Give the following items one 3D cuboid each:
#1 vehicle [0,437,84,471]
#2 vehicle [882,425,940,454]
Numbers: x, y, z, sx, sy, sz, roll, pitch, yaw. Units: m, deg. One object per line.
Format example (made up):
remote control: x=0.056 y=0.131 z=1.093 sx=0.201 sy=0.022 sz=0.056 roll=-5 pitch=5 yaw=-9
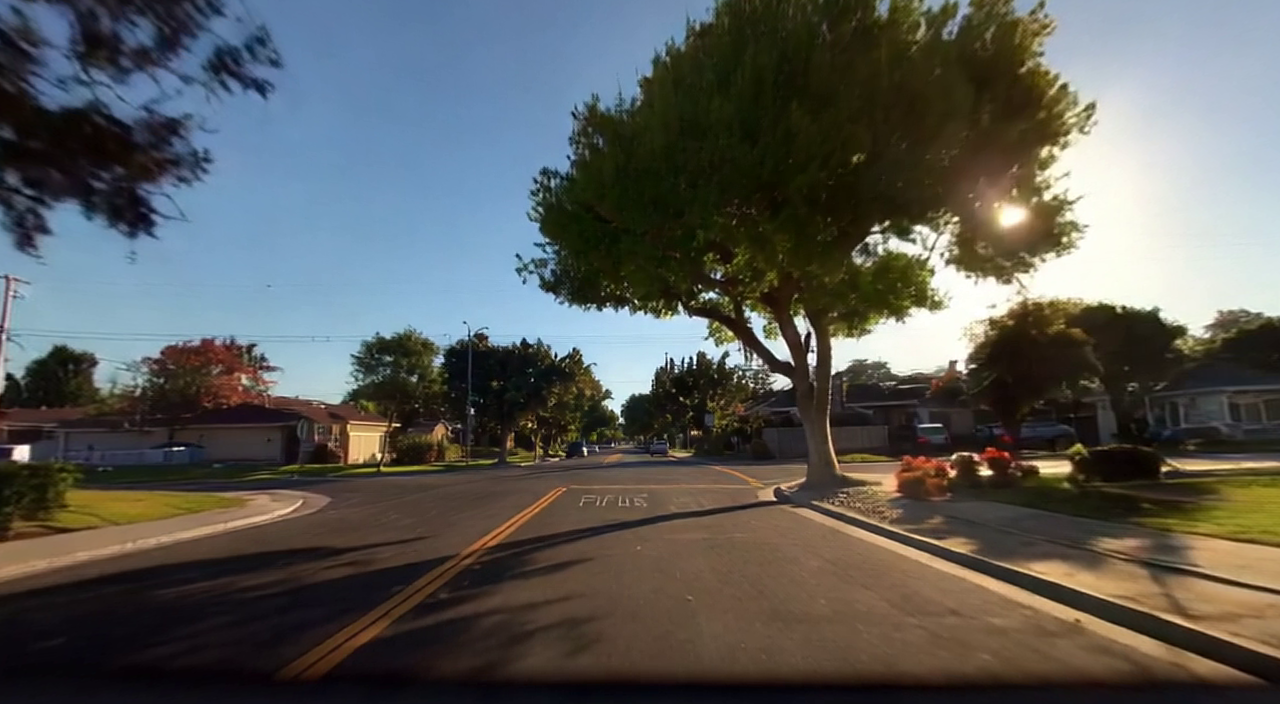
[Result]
vehicle: x=-37.041 y=6.176 z=38.426 sx=2.016 sy=1.908 sz=4.814 roll=0 pitch=-8 yaw=0
vehicle: x=18.404 y=5.921 z=43.153 sx=2.001 sy=1.750 sz=4.673 roll=0 pitch=-6 yaw=2
